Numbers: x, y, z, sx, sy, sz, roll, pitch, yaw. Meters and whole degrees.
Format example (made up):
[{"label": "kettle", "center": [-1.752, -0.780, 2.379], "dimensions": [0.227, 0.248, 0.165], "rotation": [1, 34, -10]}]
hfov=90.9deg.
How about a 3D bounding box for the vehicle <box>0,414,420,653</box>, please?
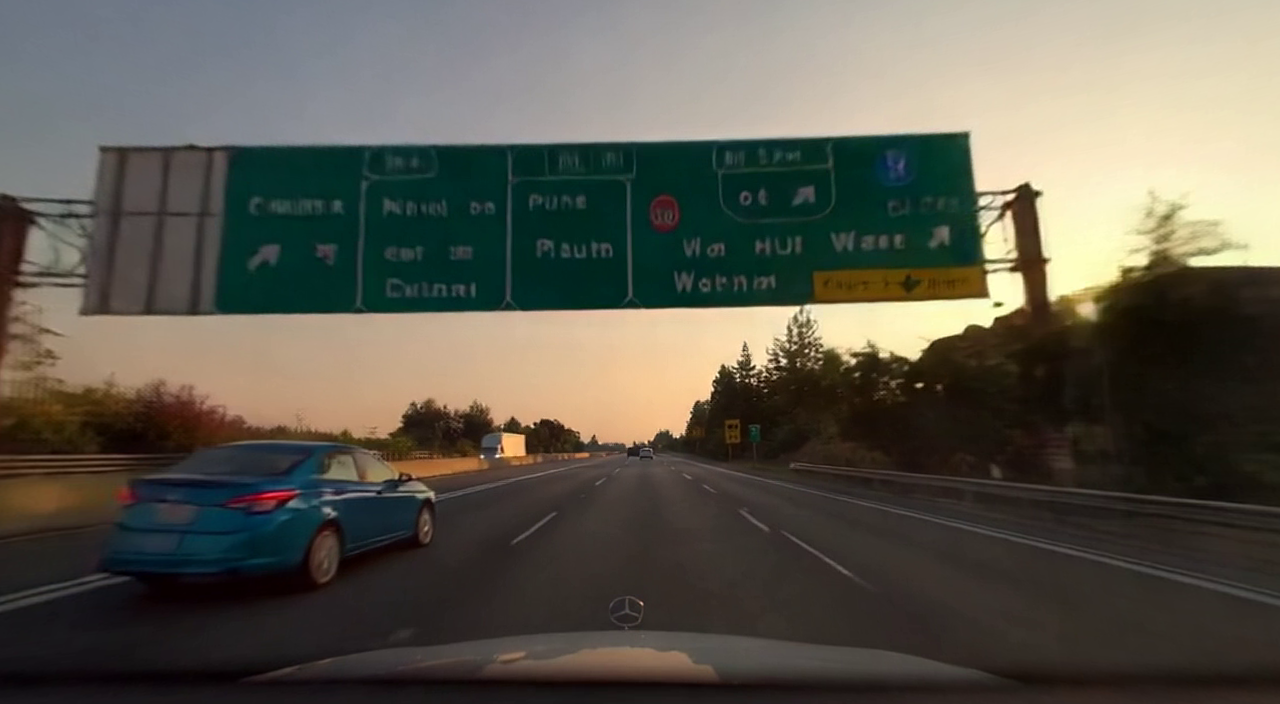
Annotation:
[{"label": "vehicle", "center": [-4.221, 1.550, 6.502], "dimensions": [2.160, 1.552, 4.592], "rotation": [0, -9, 1]}]
